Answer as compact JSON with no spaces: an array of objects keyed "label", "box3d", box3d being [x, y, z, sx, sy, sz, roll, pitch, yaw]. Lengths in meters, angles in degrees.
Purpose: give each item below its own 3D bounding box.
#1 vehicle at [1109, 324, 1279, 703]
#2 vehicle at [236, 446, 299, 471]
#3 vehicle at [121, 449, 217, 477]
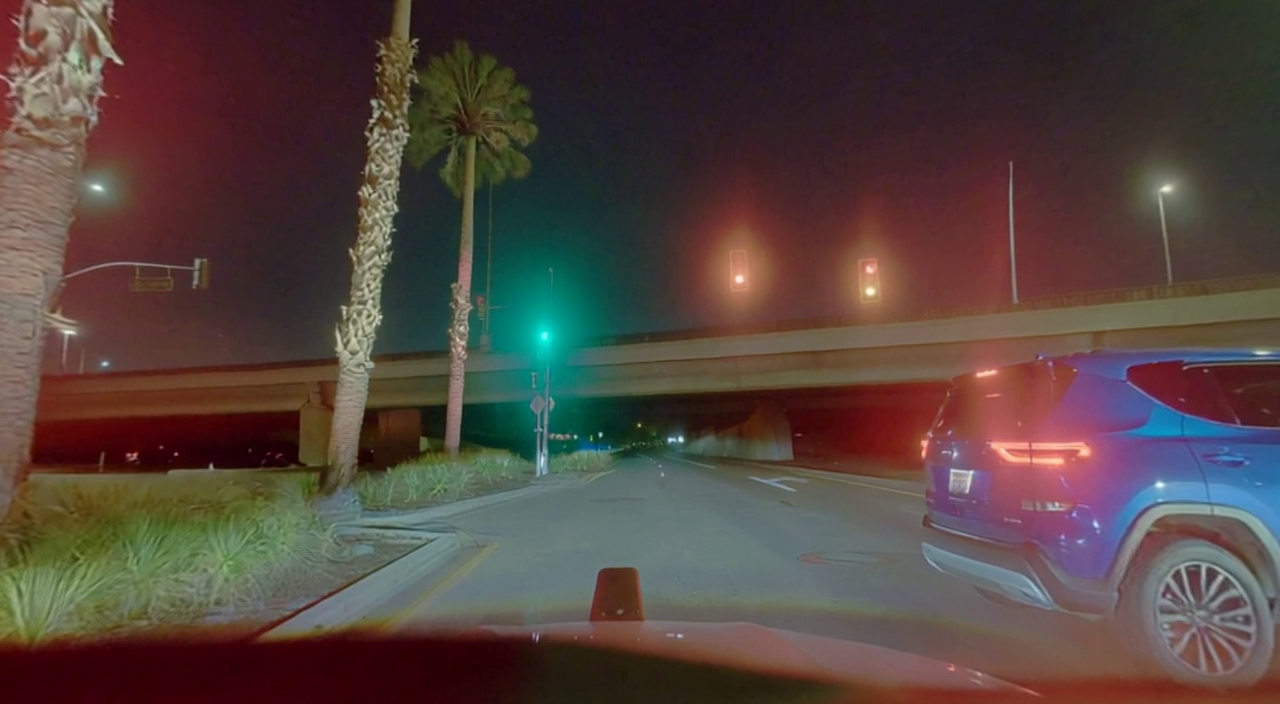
[{"label":"vehicle","box3d":[3.443,0.539,0.795,2.028,1.770,4.737,0,-9,0]},{"label":"vehicle","box3d":[-26.294,7.530,44.565,1.941,1.631,4.017,0,-9,0]},{"label":"vehicle","box3d":[-26.582,6.259,35.736,1.830,1.443,4.551,0,-9,1]}]
